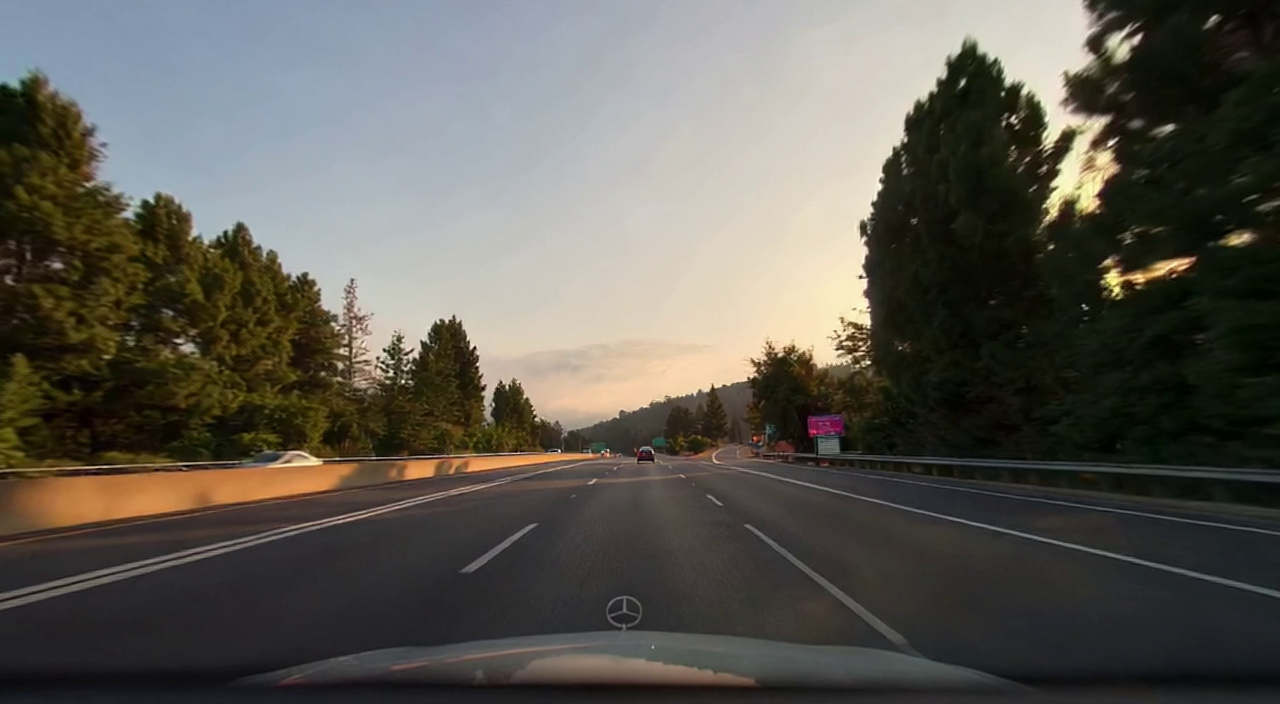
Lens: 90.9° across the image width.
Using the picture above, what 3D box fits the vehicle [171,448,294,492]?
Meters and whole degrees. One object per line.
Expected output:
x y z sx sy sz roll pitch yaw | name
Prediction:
-15.977 4.632 25.063 1.938 1.572 4.370 0 -9 0 | vehicle
